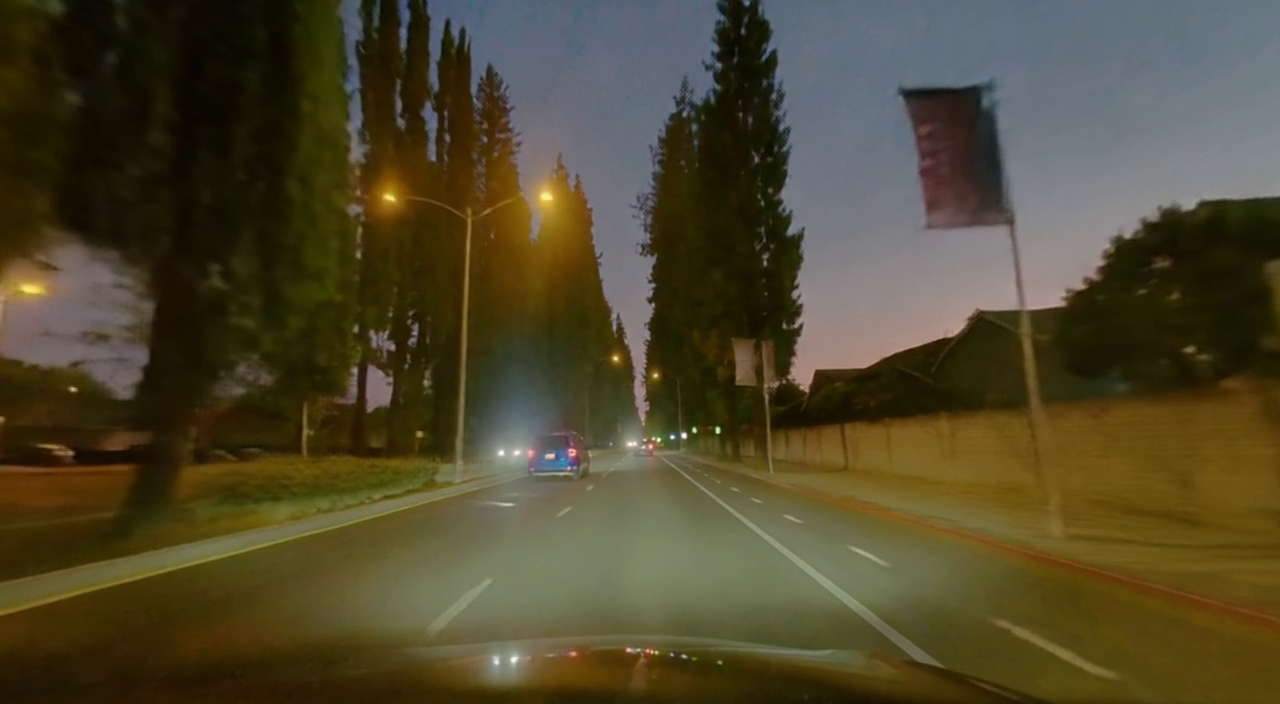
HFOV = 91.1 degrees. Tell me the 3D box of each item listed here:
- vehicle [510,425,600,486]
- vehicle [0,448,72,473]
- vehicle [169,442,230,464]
[{"bbox_3d":[-2.726,3.486,21.437,2.281,1.837,4.845,0,-8,2],"label":"vehicle"},{"bbox_3d":[-42.106,7.368,42.887,4.587,1.638,1.870,1,-9,-4],"label":"vehicle"},{"bbox_3d":[-34.667,7.933,49.533,1.926,1.637,3.948,1,-9,0],"label":"vehicle"}]
